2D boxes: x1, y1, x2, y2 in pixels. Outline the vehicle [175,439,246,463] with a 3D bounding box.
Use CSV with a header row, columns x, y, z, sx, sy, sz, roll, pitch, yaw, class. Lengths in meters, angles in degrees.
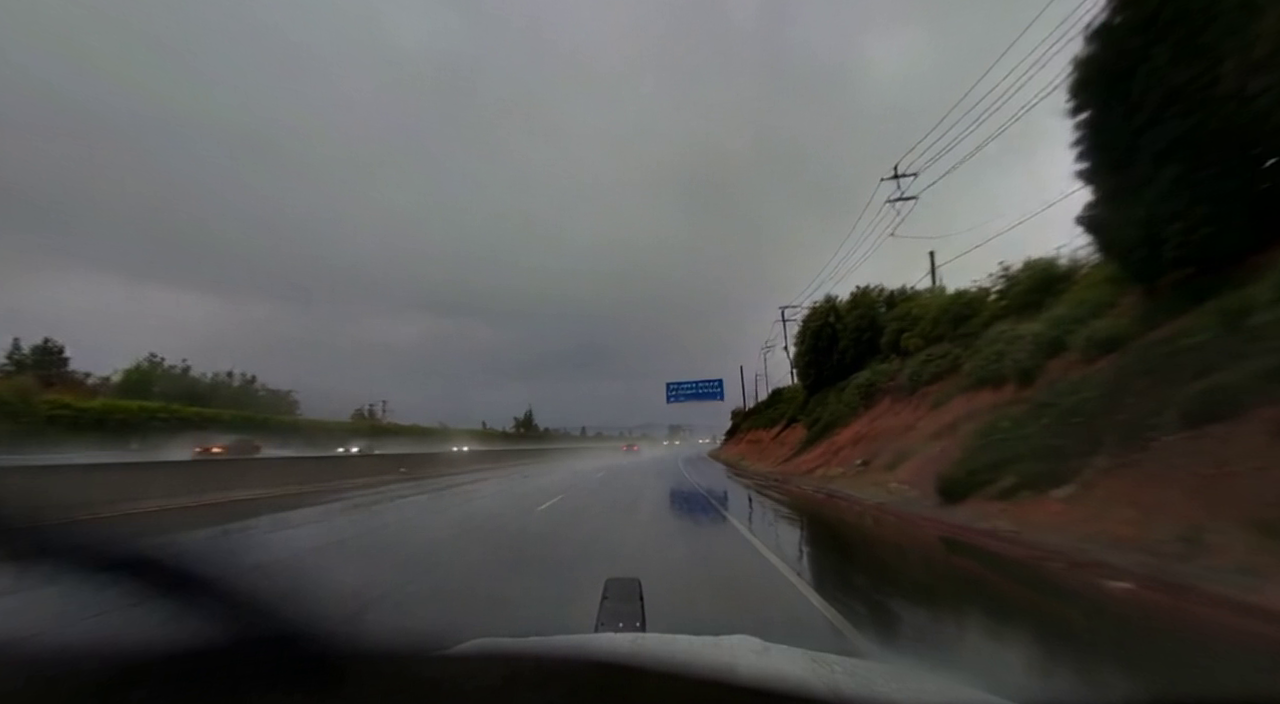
x,y,z,sx,sy,sz,roll,pitch,yaw,class
-31.122,7.208,45.928,1.860,1.648,4.477,-1,-9,2,vehicle
